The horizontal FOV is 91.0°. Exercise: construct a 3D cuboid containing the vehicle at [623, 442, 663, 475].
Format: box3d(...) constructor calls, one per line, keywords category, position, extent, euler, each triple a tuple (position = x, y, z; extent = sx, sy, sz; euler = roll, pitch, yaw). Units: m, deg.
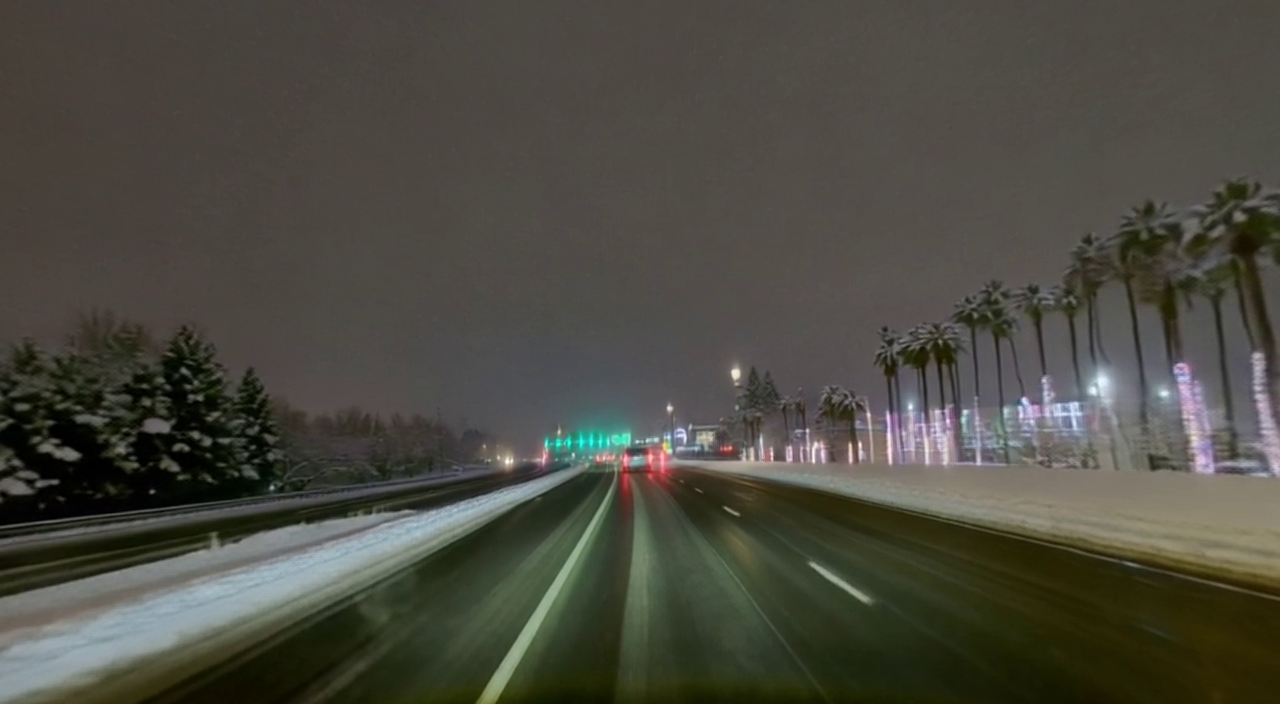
box3d(category="vehicle", position=(0.157, 5.999, 35.558), extent=(2.089, 1.718, 4.193), euler=(0, -9, 0))
